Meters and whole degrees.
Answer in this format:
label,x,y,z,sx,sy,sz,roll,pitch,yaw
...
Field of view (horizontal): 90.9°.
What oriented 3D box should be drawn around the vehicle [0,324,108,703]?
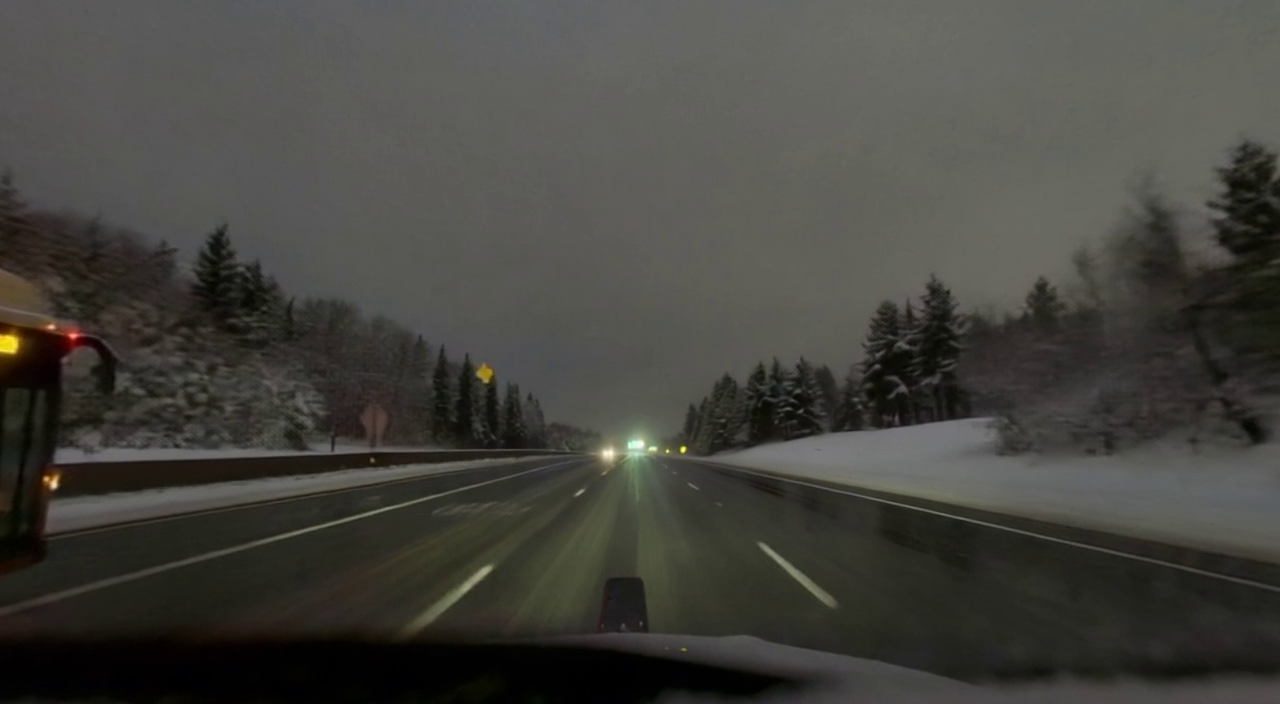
label,x,y,z,sx,sy,sz,roll,pitch,yaw
vehicle,-4.349,0.559,1.141,2.127,1.985,5.205,0,-8,1
